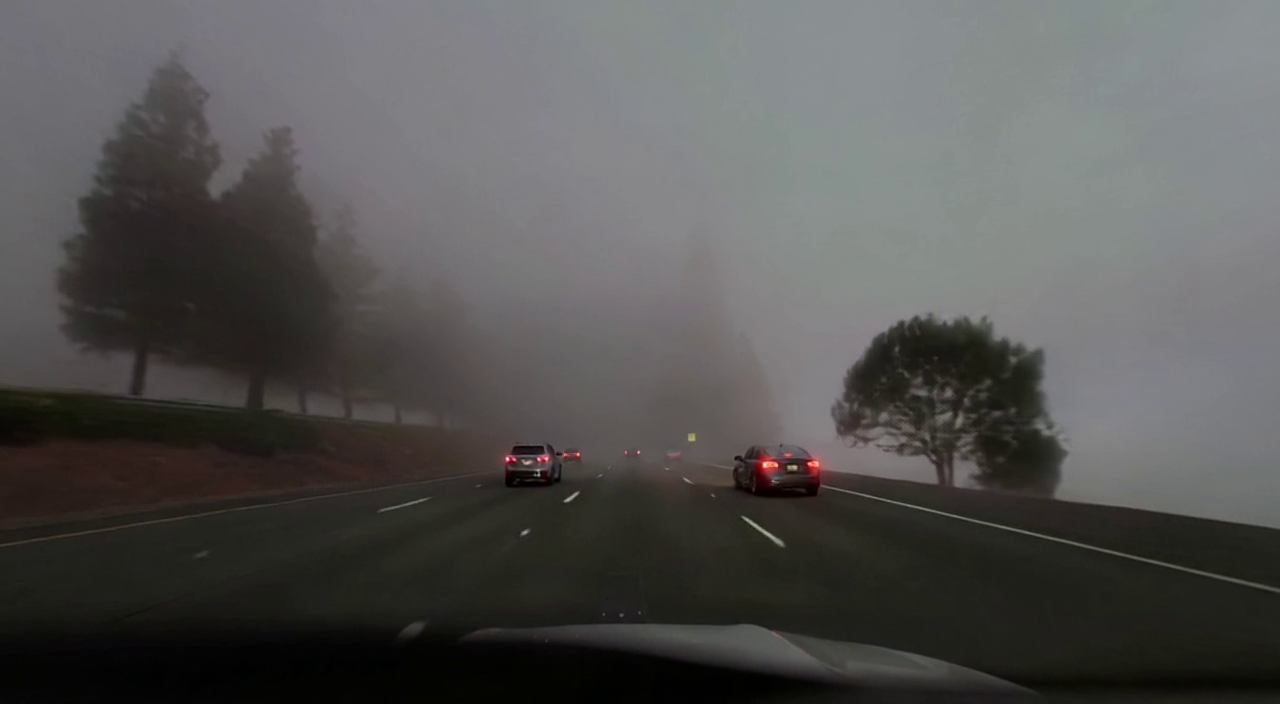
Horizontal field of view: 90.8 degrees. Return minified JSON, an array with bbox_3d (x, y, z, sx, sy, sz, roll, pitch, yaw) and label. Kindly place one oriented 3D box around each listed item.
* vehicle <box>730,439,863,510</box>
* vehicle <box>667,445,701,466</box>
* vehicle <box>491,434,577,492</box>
[{"bbox_3d":[3.513,2.832,15.126,1.947,1.437,4.345,0,-9,-2],"label":"vehicle"},{"bbox_3d":[3.109,7.495,45.809,2.021,1.447,3.985,0,-9,-2],"label":"vehicle"},{"bbox_3d":[-3.510,3.788,21.862,2.244,1.755,4.417,0,-9,-1],"label":"vehicle"}]
